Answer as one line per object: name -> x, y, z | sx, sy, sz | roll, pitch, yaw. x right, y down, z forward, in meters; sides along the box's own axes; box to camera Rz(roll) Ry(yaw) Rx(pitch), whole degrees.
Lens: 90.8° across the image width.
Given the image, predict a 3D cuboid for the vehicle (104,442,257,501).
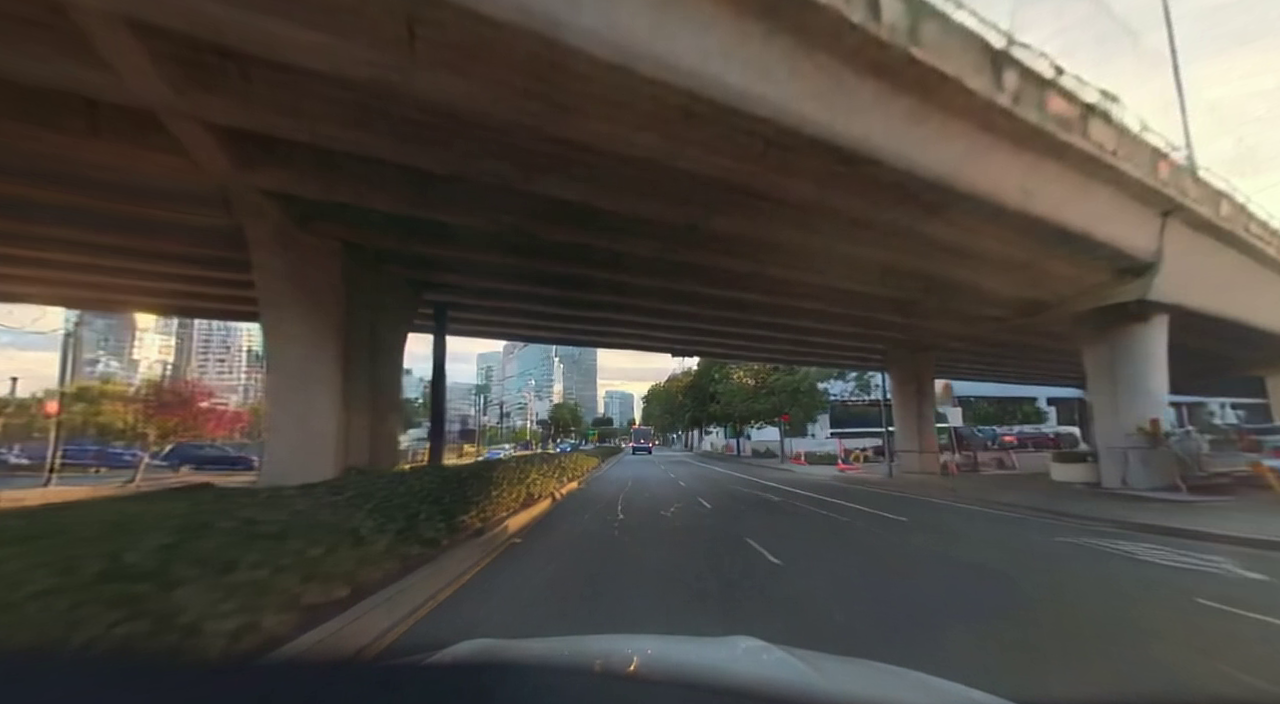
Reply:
vehicle -> -15.859, 4.104, 22.364 | 2.613, 1.746, 6.093 | 3, -9, -19
